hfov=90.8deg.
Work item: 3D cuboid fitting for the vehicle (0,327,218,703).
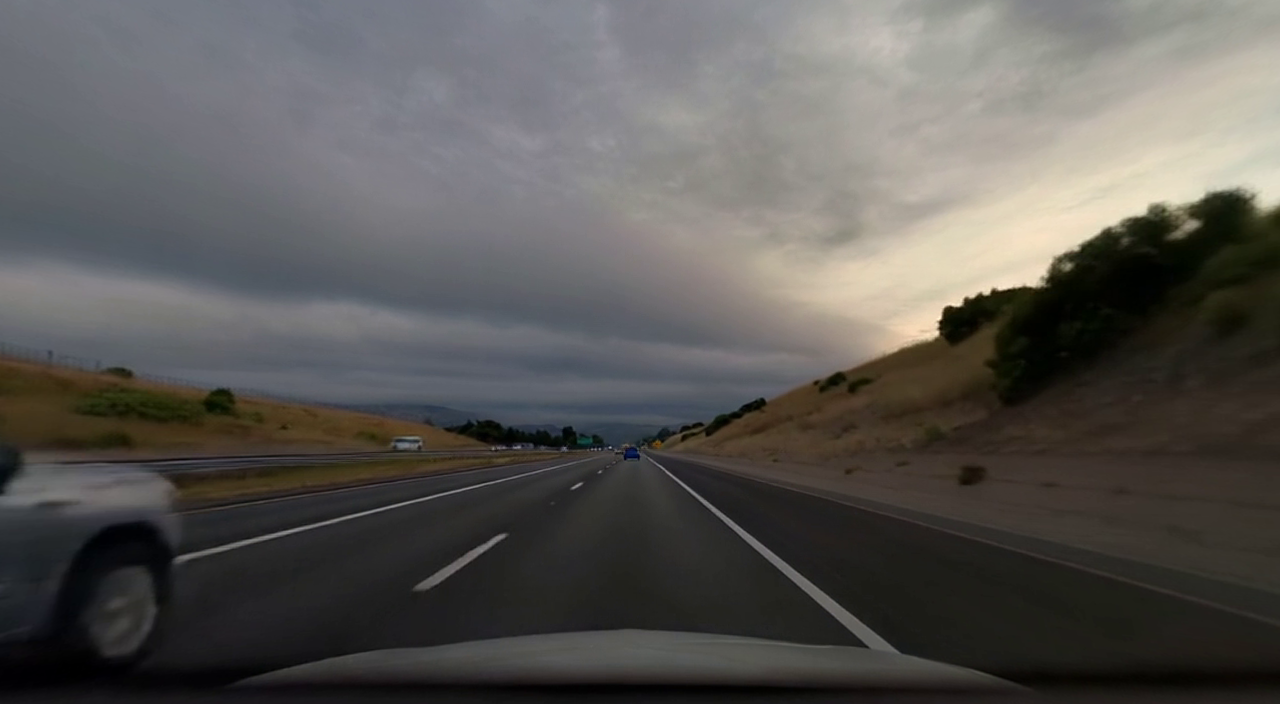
[{"bbox_3d":[-3.754,0.642,1.585,1.942,1.828,4.868,0,-9,1],"label":"vehicle"}]
